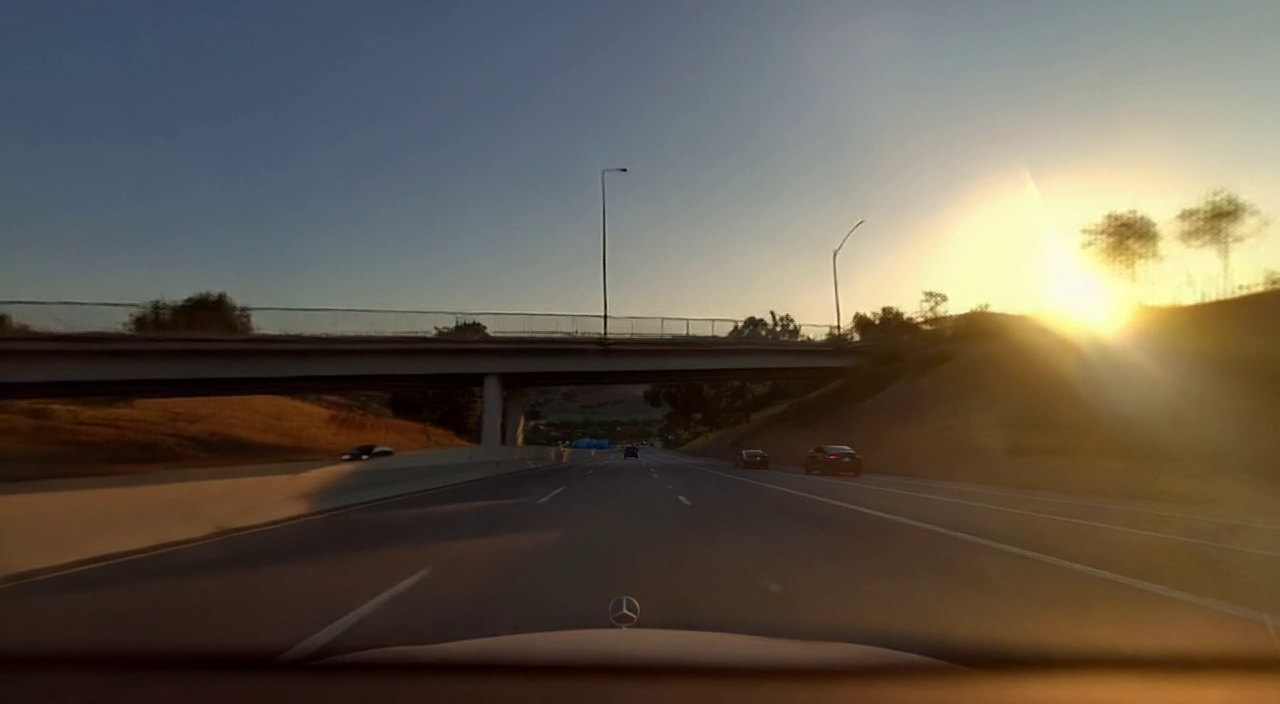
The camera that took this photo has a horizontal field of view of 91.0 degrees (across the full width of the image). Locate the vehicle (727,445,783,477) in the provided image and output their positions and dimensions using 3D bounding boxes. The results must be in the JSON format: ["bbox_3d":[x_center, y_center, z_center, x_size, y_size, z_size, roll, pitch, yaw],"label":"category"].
[{"bbox_3d":[5.972,5.727,33.269,2.053,1.553,4.463,0,-9,-1],"label":"vehicle"}]

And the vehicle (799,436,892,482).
[{"bbox_3d":[9.533,5.013,29.896,2.387,1.936,5.646,0,-9,-2],"label":"vehicle"}]
